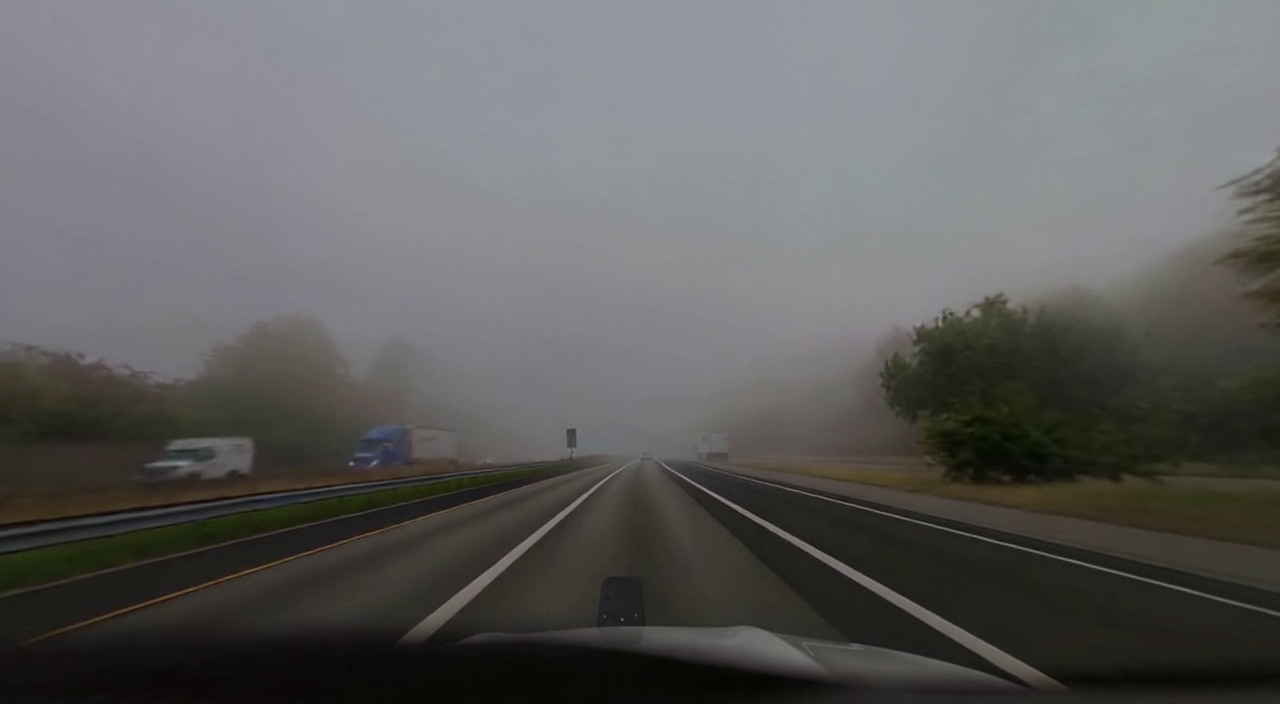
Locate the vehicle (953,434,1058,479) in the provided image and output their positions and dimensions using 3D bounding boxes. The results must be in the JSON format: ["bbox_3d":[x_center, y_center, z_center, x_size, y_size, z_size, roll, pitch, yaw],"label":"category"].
[{"bbox_3d":[16.053,4.618,27.899,2.038,1.823,3.744,1,-9,-7],"label":"vehicle"}]
